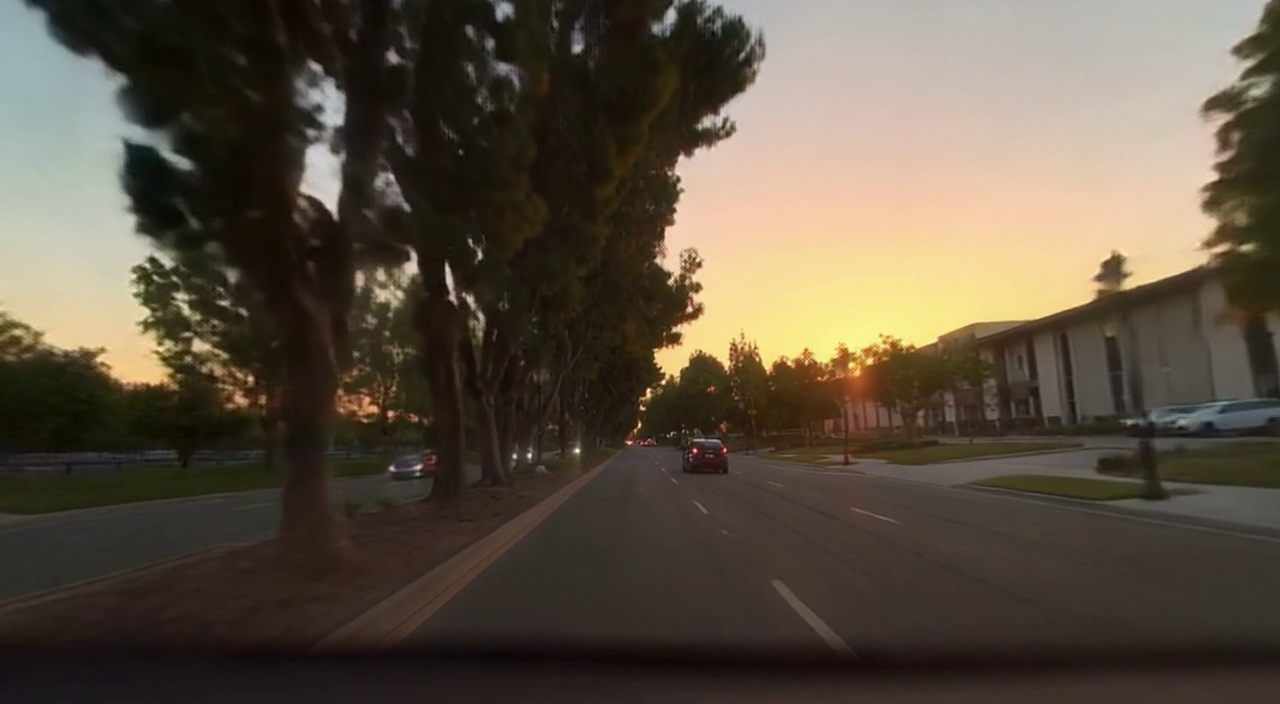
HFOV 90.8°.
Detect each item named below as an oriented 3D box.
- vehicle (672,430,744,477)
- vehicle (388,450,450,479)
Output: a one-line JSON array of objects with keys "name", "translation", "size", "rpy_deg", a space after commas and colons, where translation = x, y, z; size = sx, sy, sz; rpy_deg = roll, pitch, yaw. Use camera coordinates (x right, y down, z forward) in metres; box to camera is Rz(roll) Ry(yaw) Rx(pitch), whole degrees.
[{"name": "vehicle", "translation": [2.650, 4.110, 25.846], "size": [2.240, 1.740, 4.605], "rpy_deg": [0, -8, -2]}, {"name": "vehicle", "translation": [-12.031, 6.115, 34.703], "size": [1.834, 1.415, 4.509], "rpy_deg": [0, -8, -1]}]
